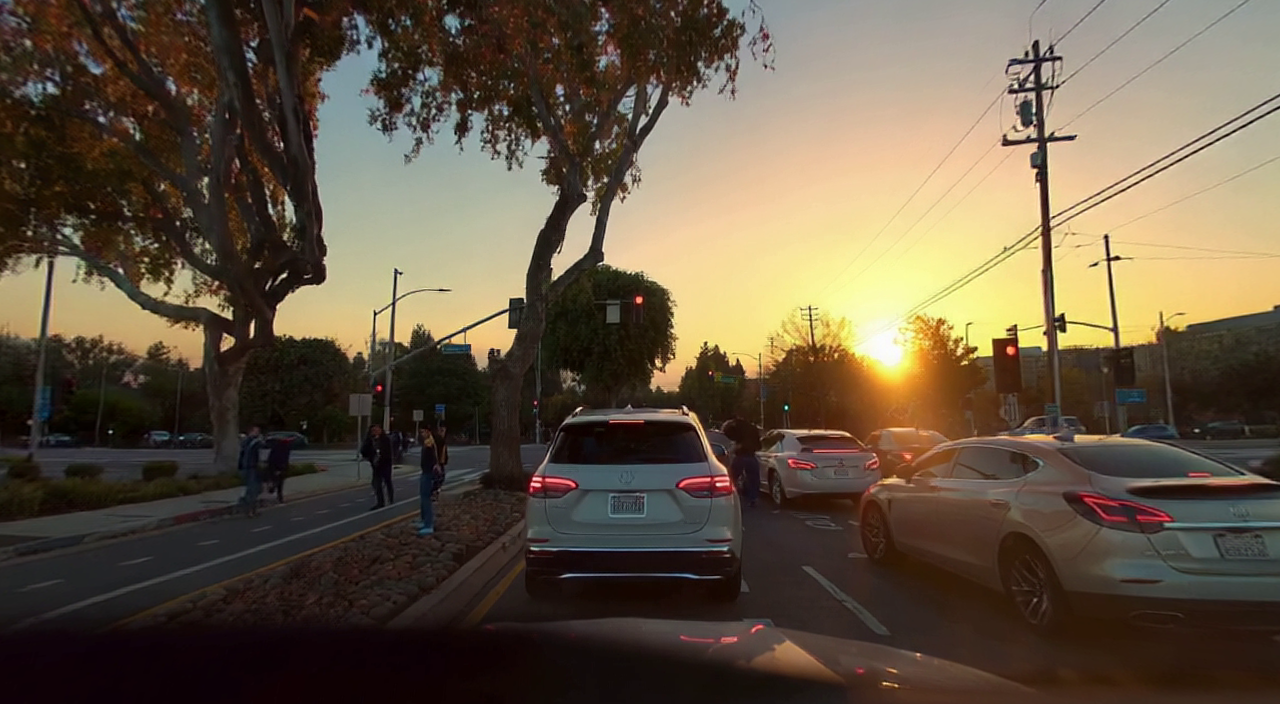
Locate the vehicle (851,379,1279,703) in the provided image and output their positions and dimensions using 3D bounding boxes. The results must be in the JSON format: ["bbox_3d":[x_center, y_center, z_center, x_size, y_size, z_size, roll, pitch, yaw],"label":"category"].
[{"bbox_3d":[3.537,1.300,5.466,1.948,1.677,4.437,0,-8,1],"label":"vehicle"}]

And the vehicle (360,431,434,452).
[{"bbox_3d":[-17.797,6.554,46.353,4.607,1.478,1.995,0,-8,0],"label":"vehicle"}]

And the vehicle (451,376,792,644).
[{"bbox_3d":[-0.174,1.374,6.533,2.271,1.786,4.443,0,-8,-1],"label":"vehicle"}]

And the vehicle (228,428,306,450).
[{"bbox_3d":[-27.842,6.520,47.200,4.587,1.639,1.878,0,-8,0],"label":"vehicle"}]
